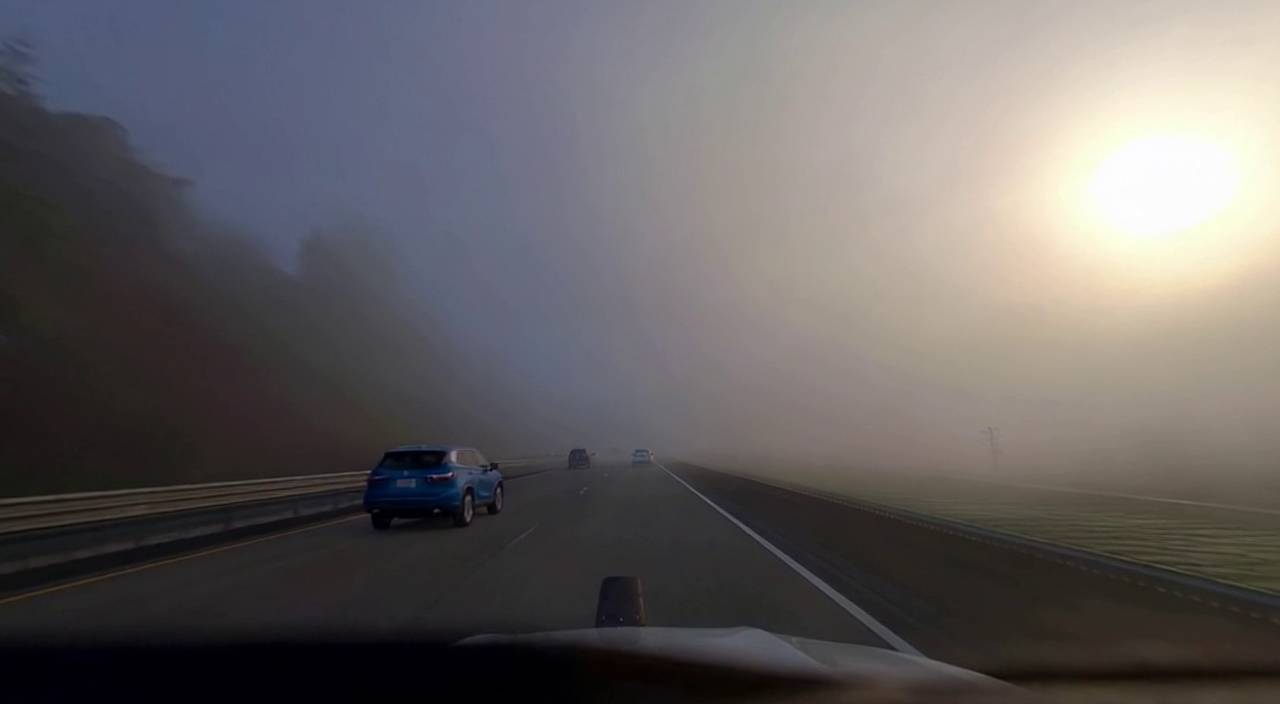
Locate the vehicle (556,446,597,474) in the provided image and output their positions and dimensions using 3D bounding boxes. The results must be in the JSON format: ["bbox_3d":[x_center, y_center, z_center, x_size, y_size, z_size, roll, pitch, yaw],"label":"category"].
[{"bbox_3d":[-3.997,6.872,40.493,2.100,1.667,4.223,0,-9,1],"label":"vehicle"}]

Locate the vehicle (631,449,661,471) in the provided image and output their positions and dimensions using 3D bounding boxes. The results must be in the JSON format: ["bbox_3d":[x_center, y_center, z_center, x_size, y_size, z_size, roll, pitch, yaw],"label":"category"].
[{"bbox_3d":[0.428,7.897,46.373,2.046,1.452,4.407,0,-9,0],"label":"vehicle"}]

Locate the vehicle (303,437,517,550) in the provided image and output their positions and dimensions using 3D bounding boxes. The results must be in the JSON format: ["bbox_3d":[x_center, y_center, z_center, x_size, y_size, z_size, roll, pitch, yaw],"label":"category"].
[{"bbox_3d":[-3.573,2.265,10.826,2.034,1.520,4.236,0,-9,1],"label":"vehicle"}]
